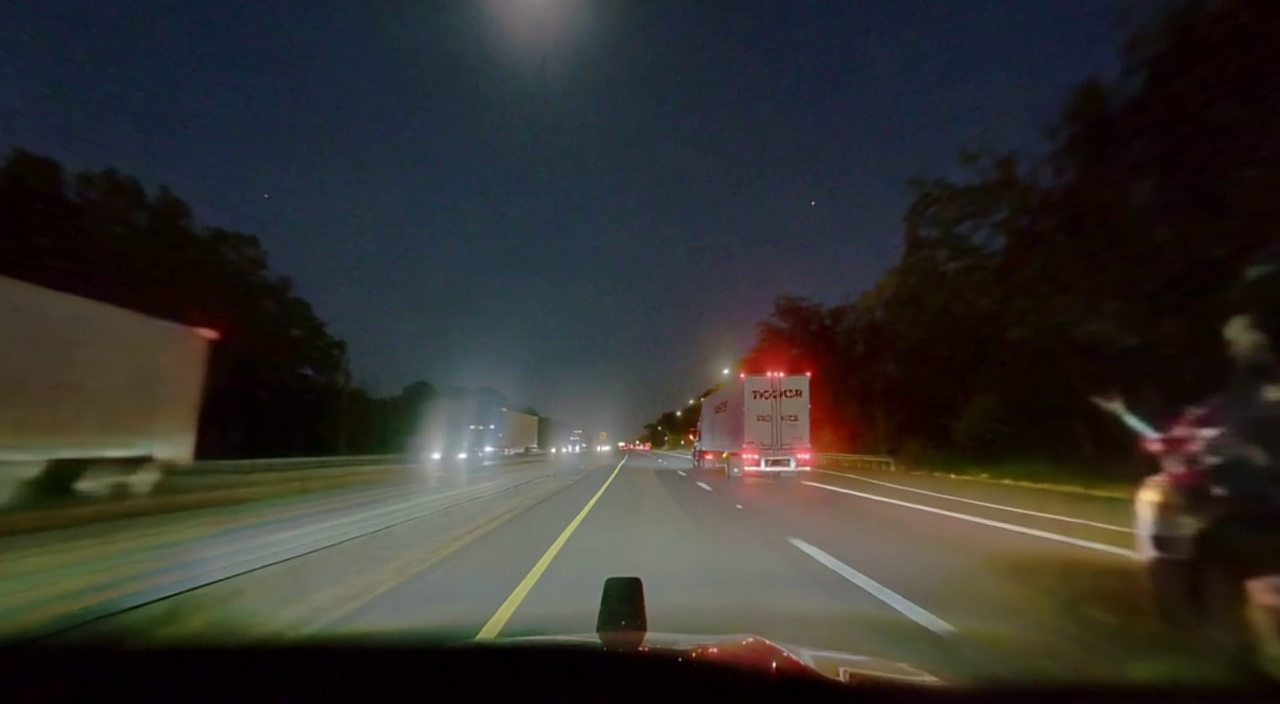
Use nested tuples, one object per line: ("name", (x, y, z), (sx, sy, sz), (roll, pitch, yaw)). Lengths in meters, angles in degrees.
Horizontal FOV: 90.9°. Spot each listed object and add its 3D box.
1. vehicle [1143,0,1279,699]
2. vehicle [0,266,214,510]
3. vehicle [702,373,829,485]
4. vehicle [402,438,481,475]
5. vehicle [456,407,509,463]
("vehicle", (4.887, -0.402, 2.590), (3.007, 4.189, 2.696), (0, -9, 0))
("vehicle", (-12.312, 0.304, 8.711), (2.938, 4.080, 14.151), (0, -9, 0))
("vehicle", (5.218, 3.875, 30.001), (2.983, 4.030, 14.444), (0, -9, 0))
("vehicle", (-8.623, 4.607, 27.895), (1.992, 1.497, 4.653), (0, -9, 0))
("vehicle", (-11.900, 6.288, 47.761), (3.293, 4.054, 2.389), (0, -9, 0))
